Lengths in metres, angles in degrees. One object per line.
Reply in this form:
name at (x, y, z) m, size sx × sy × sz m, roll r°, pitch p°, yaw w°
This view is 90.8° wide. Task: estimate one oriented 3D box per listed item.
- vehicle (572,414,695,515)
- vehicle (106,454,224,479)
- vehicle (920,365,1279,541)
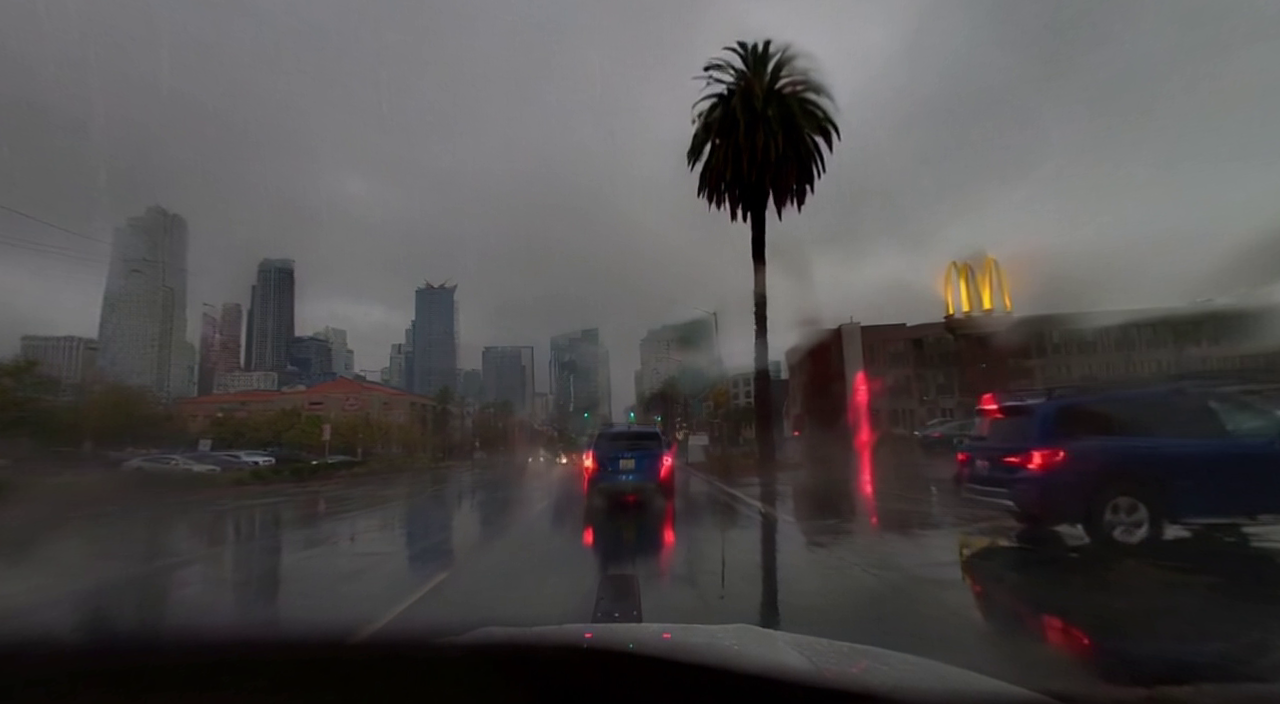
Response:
vehicle at (-0.165, 2.337, 13.462) m, size 2.234 × 1.818 × 3.869 m, roll 0°, pitch -9°, yaw -1°
vehicle at (-27.867, 6.729, 37.307) m, size 5.154 × 1.343 × 1.943 m, roll 4°, pitch -9°, yaw -24°
vehicle at (6.239, 1.153, 7.394) m, size 4.828 × 1.733 × 2.231 m, roll 0°, pitch -9°, yaw 0°
